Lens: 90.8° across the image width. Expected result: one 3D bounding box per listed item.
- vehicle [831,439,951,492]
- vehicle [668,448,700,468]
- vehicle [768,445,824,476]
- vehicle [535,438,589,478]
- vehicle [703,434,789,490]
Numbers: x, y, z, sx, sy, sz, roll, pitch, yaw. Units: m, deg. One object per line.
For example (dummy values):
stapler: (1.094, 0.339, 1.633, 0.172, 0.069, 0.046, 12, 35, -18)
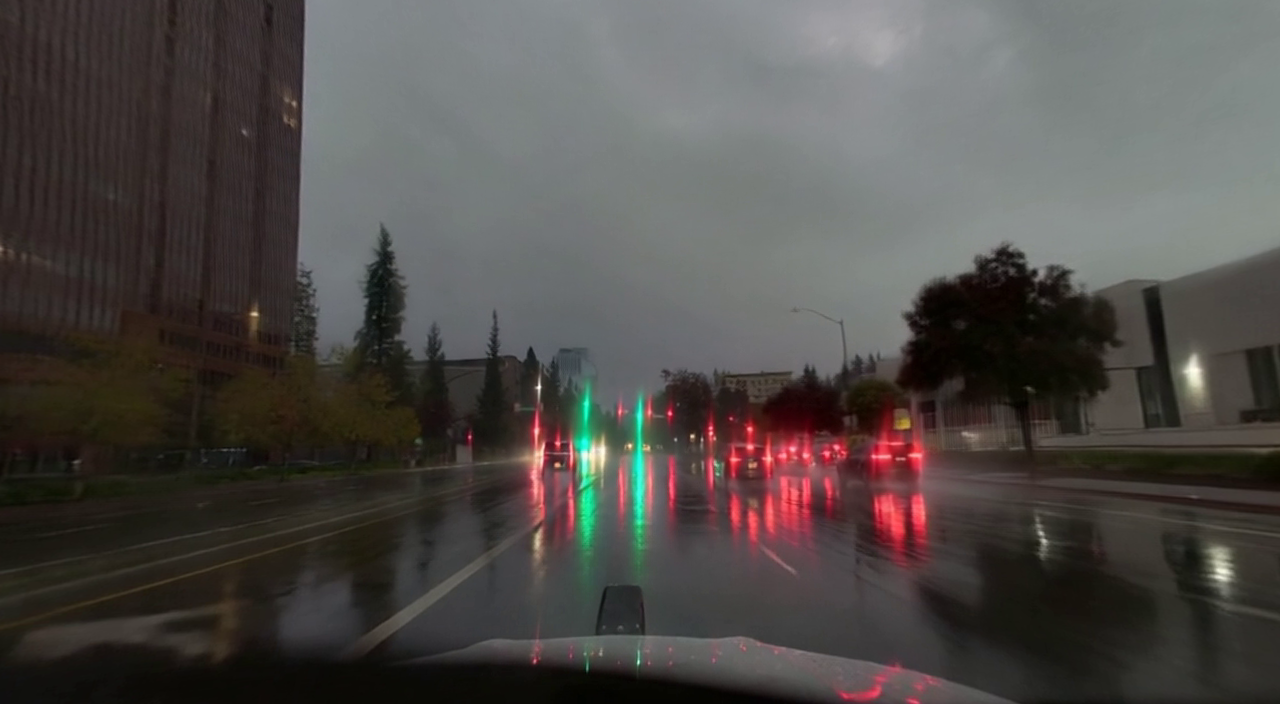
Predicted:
vehicle: (8.030, 3.674, 20.761, 1.944, 1.503, 4.723, 0, -9, 0)
vehicle: (3.388, 8.285, 49.758, 2.054, 1.473, 4.511, 0, -9, -1)
vehicle: (8.161, 5.701, 33.472, 1.884, 1.478, 4.164, 0, -9, 0)
vehicle: (-3.770, 5.228, 31.350, 2.155, 1.797, 3.989, -1, -9, 0)
vehicle: (3.611, 3.852, 22.475, 2.152, 1.742, 4.704, 0, -9, -1)
